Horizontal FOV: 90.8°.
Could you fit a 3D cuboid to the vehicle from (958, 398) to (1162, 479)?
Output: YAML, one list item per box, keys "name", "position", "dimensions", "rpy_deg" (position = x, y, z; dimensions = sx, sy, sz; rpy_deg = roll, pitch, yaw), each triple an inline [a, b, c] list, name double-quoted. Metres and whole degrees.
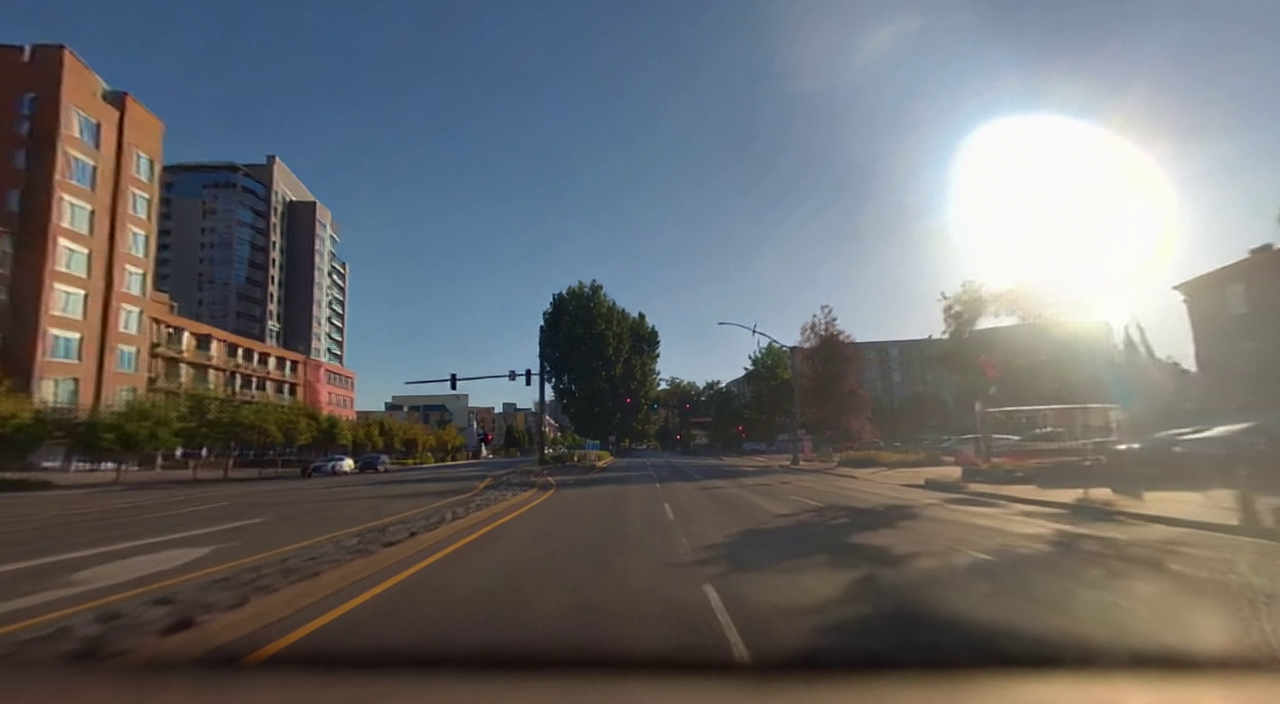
- name: "vehicle"
  position: [17.913, 3.769, 27.383]
  dimensions: [6.639, 3.312, 2.759]
  rpy_deg: [-1, -9, 3]

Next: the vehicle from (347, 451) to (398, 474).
- name: "vehicle"
  position: [-20.121, 8.305, 47.692]
  dimensions: [1.911, 1.458, 4.547]
  rpy_deg: [-1, -7, -1]

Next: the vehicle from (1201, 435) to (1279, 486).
- name: "vehicle"
  position: [22.770, 3.932, 23.079]
  dimensions: [4.431, 1.688, 1.996]
  rpy_deg: [5, -10, -31]

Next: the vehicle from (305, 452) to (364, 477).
- name: "vehicle"
  position: [-20.245, 7.443, 42.057]
  dimensions: [1.713, 1.499, 4.040]
  rpy_deg: [-1, -9, 3]
